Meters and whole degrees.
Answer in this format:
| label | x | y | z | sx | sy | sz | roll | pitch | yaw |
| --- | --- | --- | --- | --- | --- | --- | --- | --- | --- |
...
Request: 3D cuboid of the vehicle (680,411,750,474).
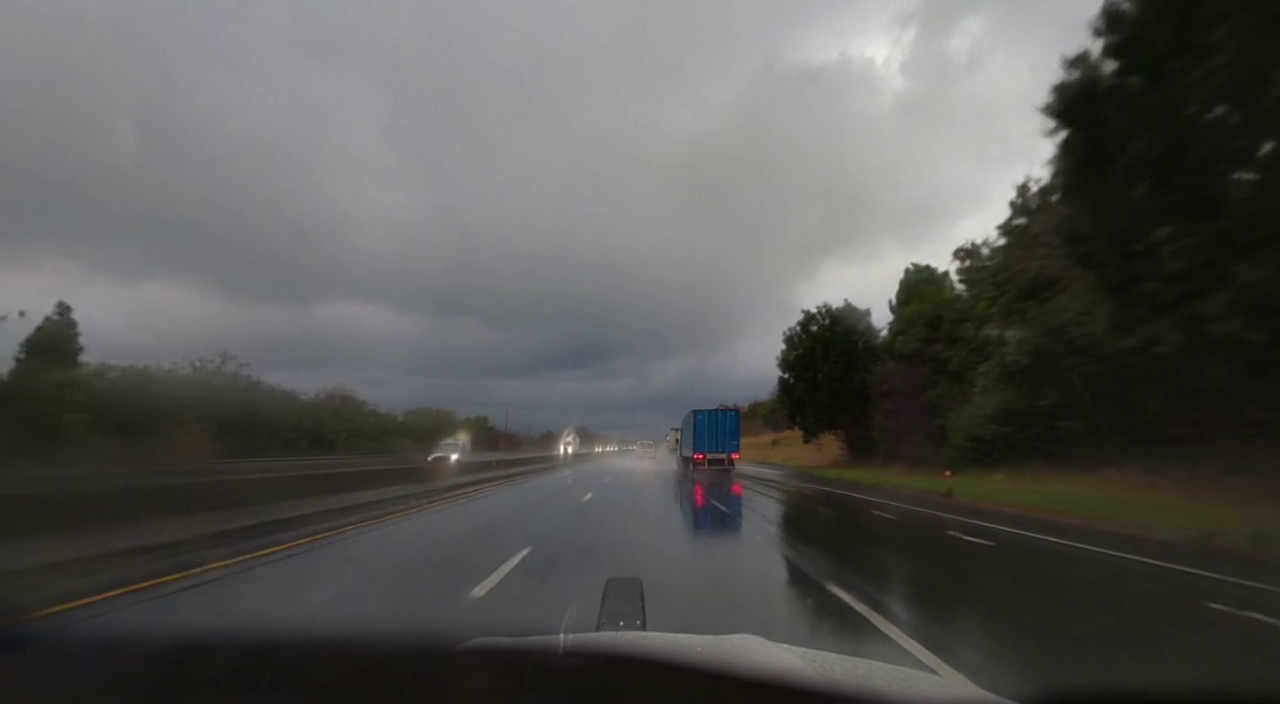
| label | x | y | z | sx | sy | sz | roll | pitch | yaw |
| --- | --- | --- | --- | --- | --- | --- | --- | --- | --- |
| vehicle | 4.327 | 5.537 | 38.372 | 2.960 | 3.381 | 8.914 | 0 | -9 | -1 |
